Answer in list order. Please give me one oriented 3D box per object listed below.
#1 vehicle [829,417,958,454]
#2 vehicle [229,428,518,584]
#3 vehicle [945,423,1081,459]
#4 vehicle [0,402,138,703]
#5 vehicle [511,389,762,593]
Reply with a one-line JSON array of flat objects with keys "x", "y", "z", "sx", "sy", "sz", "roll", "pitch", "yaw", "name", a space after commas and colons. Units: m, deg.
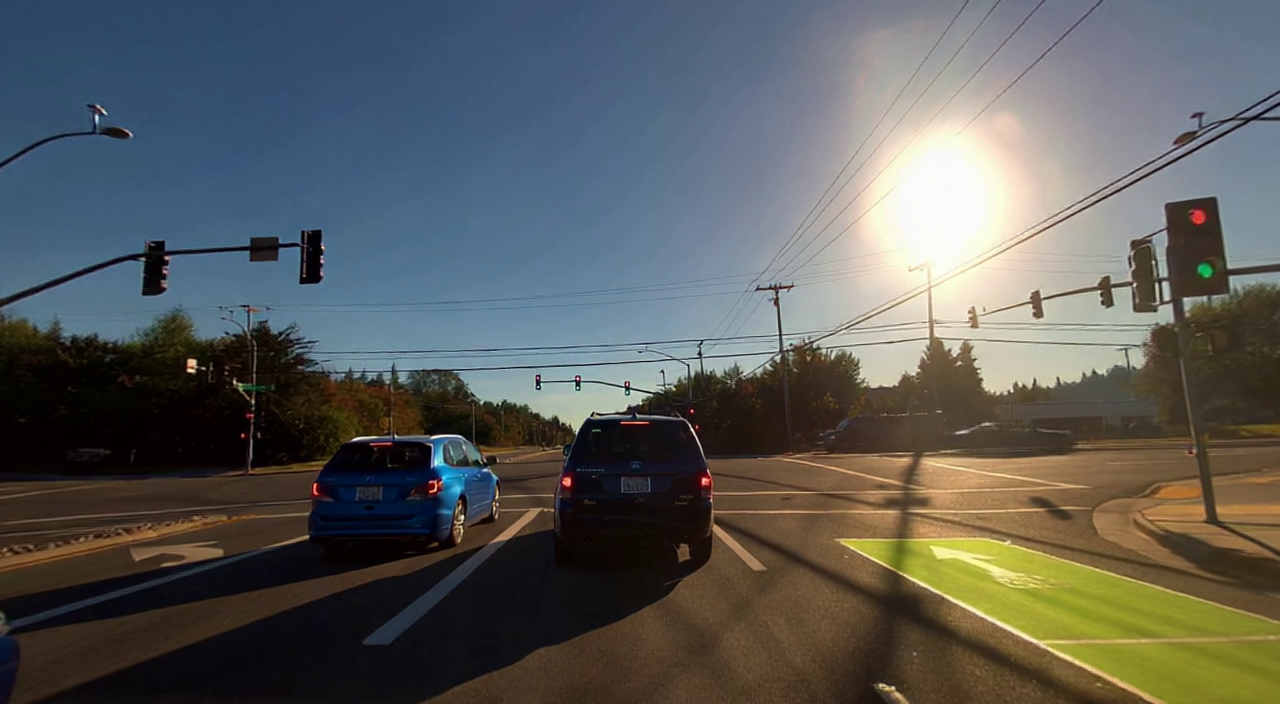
[{"x": 13.839, "y": 4.606, "z": 34.826, "sx": 6.143, "sy": 1.944, "sz": 2.229, "roll": -1, "pitch": -8, "yaw": 5, "name": "vehicle"}, {"x": -2.933, "y": 1.759, "z": 7.997, "sx": 1.969, "sy": 1.486, "sz": 3.702, "roll": 0, "pitch": -8, "yaw": 1, "name": "vehicle"}, {"x": 15.884, "y": 3.849, "z": 27.266, "sx": 4.715, "sy": 1.438, "sz": 2.023, "roll": -3, "pitch": -9, "yaw": 21, "name": "vehicle"}, {"x": -3.351, "y": 0.655, "z": 0.434, "sx": 1.928, "sy": 1.488, "sz": 4.936, "roll": 0, "pitch": -8, "yaw": 1, "name": "vehicle"}, {"x": -0.060, "y": 1.508, "z": 7.622, "sx": 2.182, "sy": 1.773, "sz": 4.041, "roll": 0, "pitch": -8, "yaw": -1, "name": "vehicle"}]
